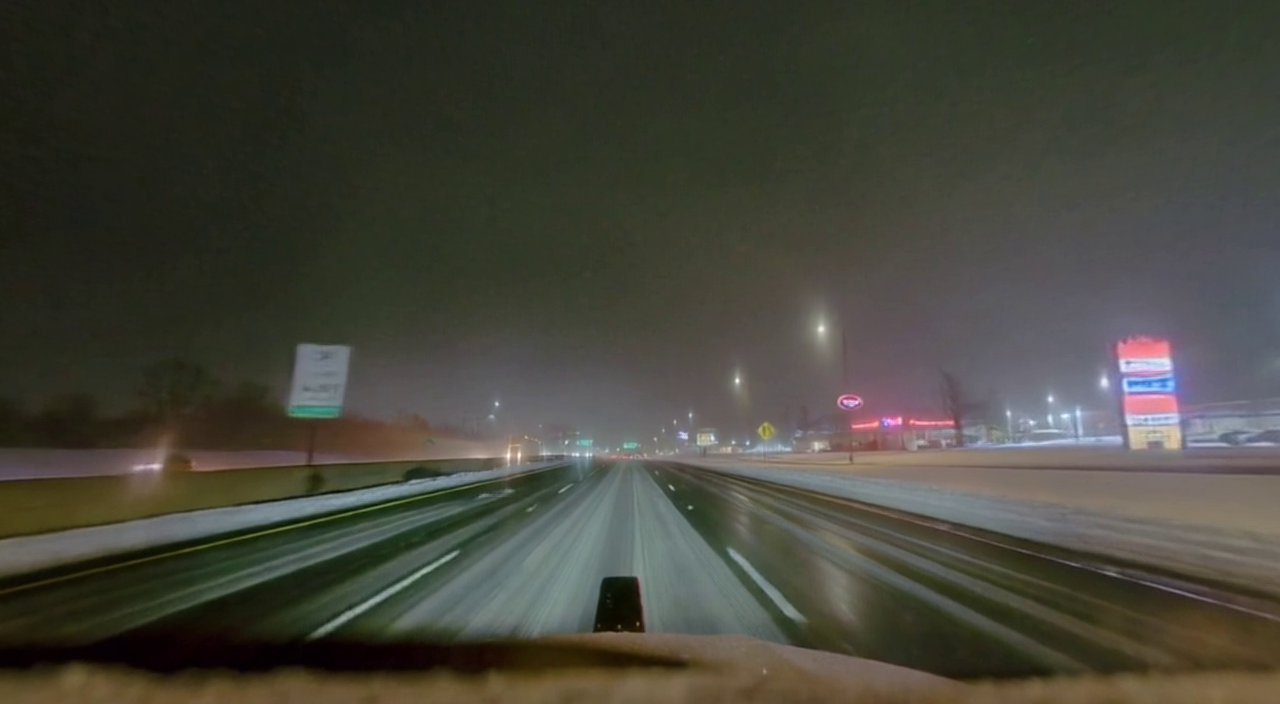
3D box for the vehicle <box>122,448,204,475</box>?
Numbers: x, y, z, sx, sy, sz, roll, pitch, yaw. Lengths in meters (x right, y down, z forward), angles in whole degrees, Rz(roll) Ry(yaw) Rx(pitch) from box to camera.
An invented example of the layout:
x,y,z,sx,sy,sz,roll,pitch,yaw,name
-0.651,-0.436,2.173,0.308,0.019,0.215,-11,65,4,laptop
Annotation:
x,y,z,sx,sy,sz,roll,pitch,yaw,name
-30.100,6.894,39.938,1.914,1.618,4.488,1,-9,-4,vehicle
